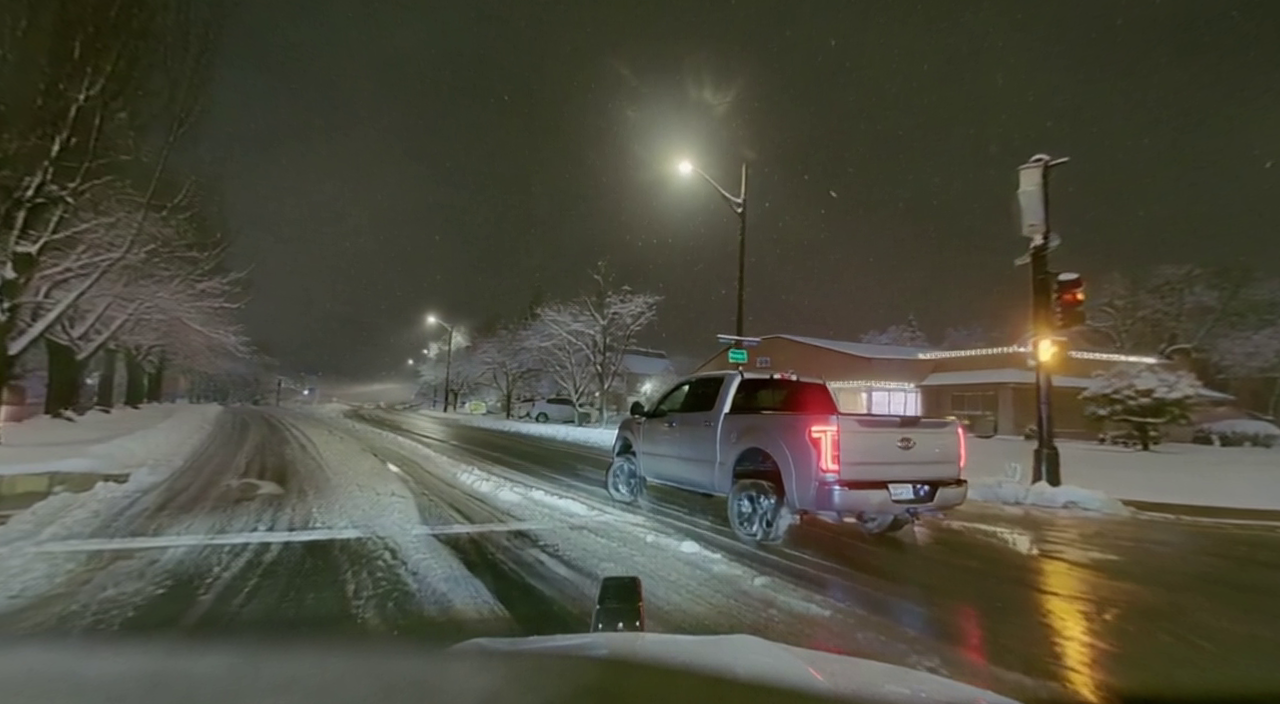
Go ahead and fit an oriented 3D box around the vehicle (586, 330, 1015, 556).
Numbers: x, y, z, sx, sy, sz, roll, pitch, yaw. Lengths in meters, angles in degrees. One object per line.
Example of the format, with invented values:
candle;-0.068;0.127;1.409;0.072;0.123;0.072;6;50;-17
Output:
vehicle;1.458;1.178;8.468;2.402;1.922;5.677;5;-9;-25

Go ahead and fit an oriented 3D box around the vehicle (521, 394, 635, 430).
vehicle;-4.333;4.329;44.940;7.551;2.142;2.896;6;-10;-31

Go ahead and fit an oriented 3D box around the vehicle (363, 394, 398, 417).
vehicle;-19.545;4.085;47.495;1.842;1.467;4.633;6;-9;-28
